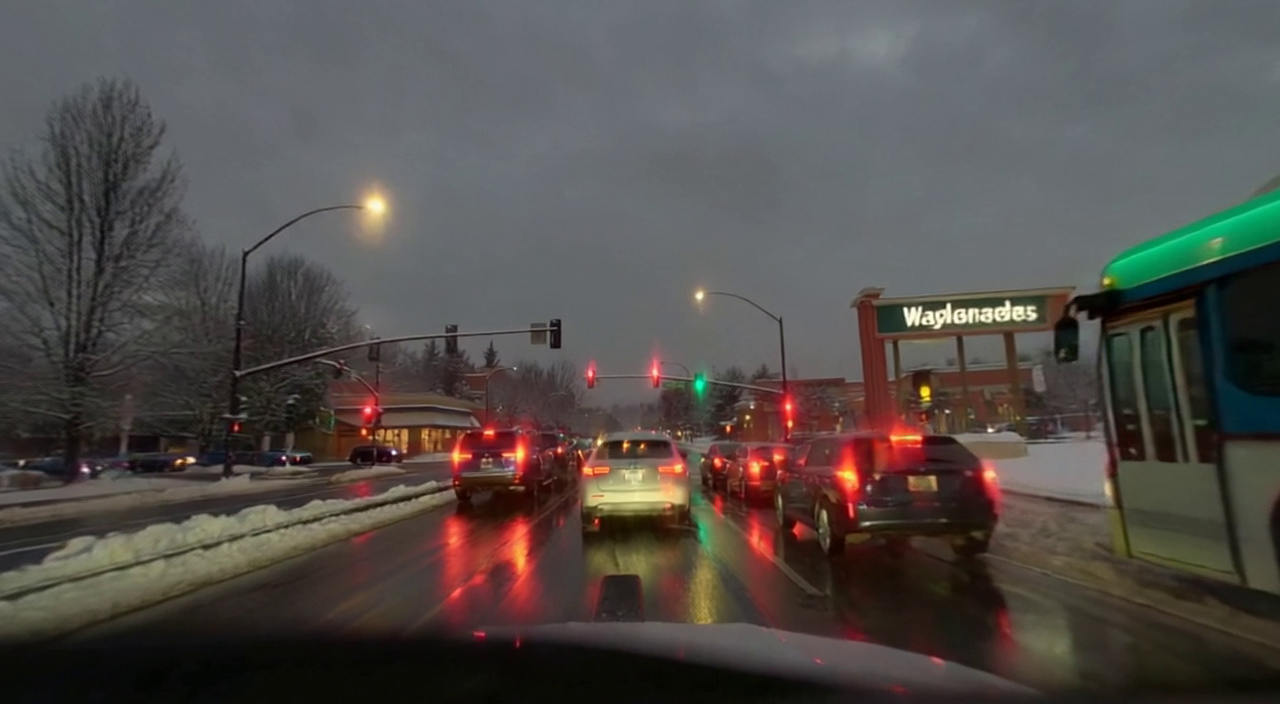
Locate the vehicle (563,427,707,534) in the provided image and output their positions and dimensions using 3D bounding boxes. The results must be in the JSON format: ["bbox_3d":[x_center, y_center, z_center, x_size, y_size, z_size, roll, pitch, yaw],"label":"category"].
[{"bbox_3d":[-0.068,2.140,11.050,2.071,1.525,3.723,0,-9,0],"label":"vehicle"}]

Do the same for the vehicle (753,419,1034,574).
[{"bbox_3d":[2.902,1.757,8.471,1.922,1.508,4.330,0,-9,-1],"label":"vehicle"}]

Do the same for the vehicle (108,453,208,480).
[{"bbox_3d":[-27.371,6.515,36.065,4.107,1.427,1.883,3,-9,-22],"label":"vehicle"}]

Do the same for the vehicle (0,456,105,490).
[{"bbox_3d":[-27.965,5.652,29.709,3.838,1.433,1.967,4,-10,-27],"label":"vehicle"}]

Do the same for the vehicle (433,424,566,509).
[{"bbox_3d":[-3.112,2.673,15.115,2.180,1.708,4.397,0,-9,0],"label":"vehicle"}]

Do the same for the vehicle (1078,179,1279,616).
[{"bbox_3d":[6.468,-0.104,1.840,3.197,3.269,9.836,0,-9,-1],"label":"vehicle"}]
